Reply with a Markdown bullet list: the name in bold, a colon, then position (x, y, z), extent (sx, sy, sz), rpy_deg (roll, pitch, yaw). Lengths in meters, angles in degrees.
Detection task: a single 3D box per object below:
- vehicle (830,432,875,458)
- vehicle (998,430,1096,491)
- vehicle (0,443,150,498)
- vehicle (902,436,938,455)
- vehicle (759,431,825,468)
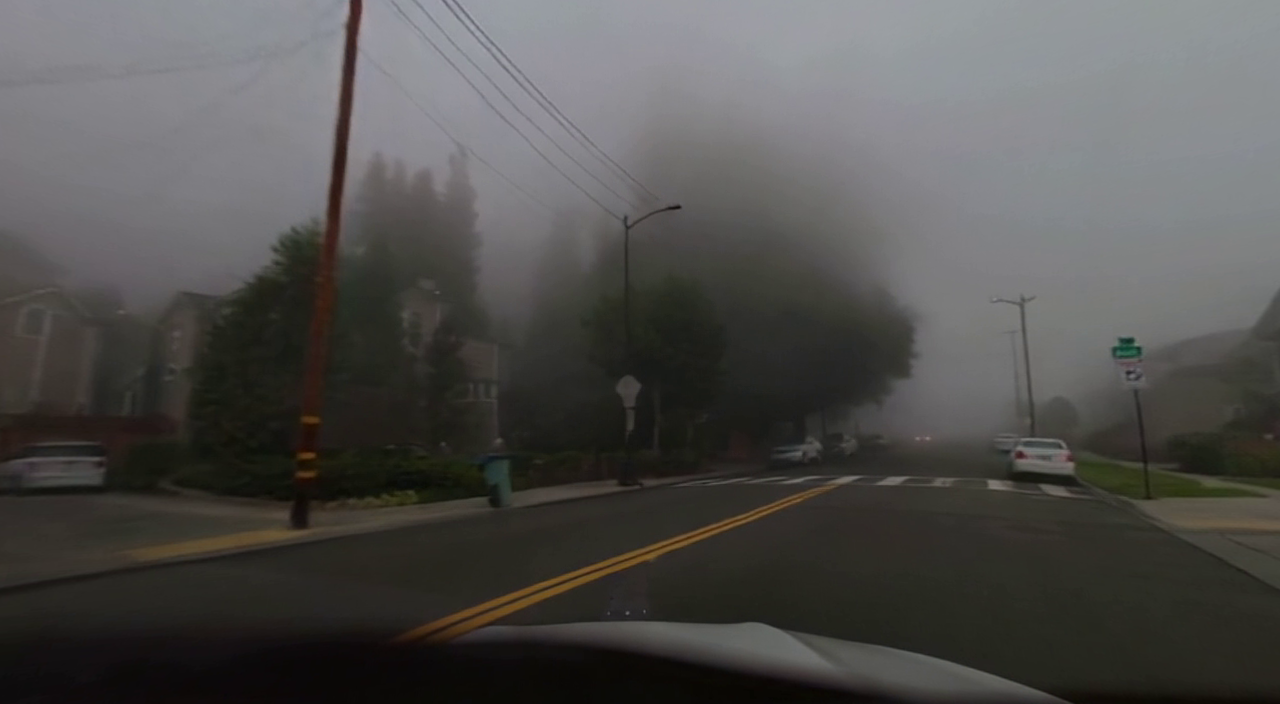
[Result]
- **vehicle**: position (15.707, 6.867, 46.466), extent (2.120, 1.799, 5.370), rpy_deg (-6, -10, 28)
- **vehicle**: position (11.552, 3.068, 18.204), extent (2.014, 1.482, 4.599), rpy_deg (-5, -10, 29)
- **vehicle**: position (-18.501, 3.751, 20.366), extent (1.650, 1.532, 3.784), rpy_deg (-6, -9, 34)
- **vehicle**: position (21.990, 7.330, 49.416), extent (2.079, 1.441, 4.541), rpy_deg (-5, -10, 29)
- **vehicle**: position (7.915, 5.004, 32.471), extent (2.027, 1.695, 4.437), rpy_deg (-8, -11, 28)
